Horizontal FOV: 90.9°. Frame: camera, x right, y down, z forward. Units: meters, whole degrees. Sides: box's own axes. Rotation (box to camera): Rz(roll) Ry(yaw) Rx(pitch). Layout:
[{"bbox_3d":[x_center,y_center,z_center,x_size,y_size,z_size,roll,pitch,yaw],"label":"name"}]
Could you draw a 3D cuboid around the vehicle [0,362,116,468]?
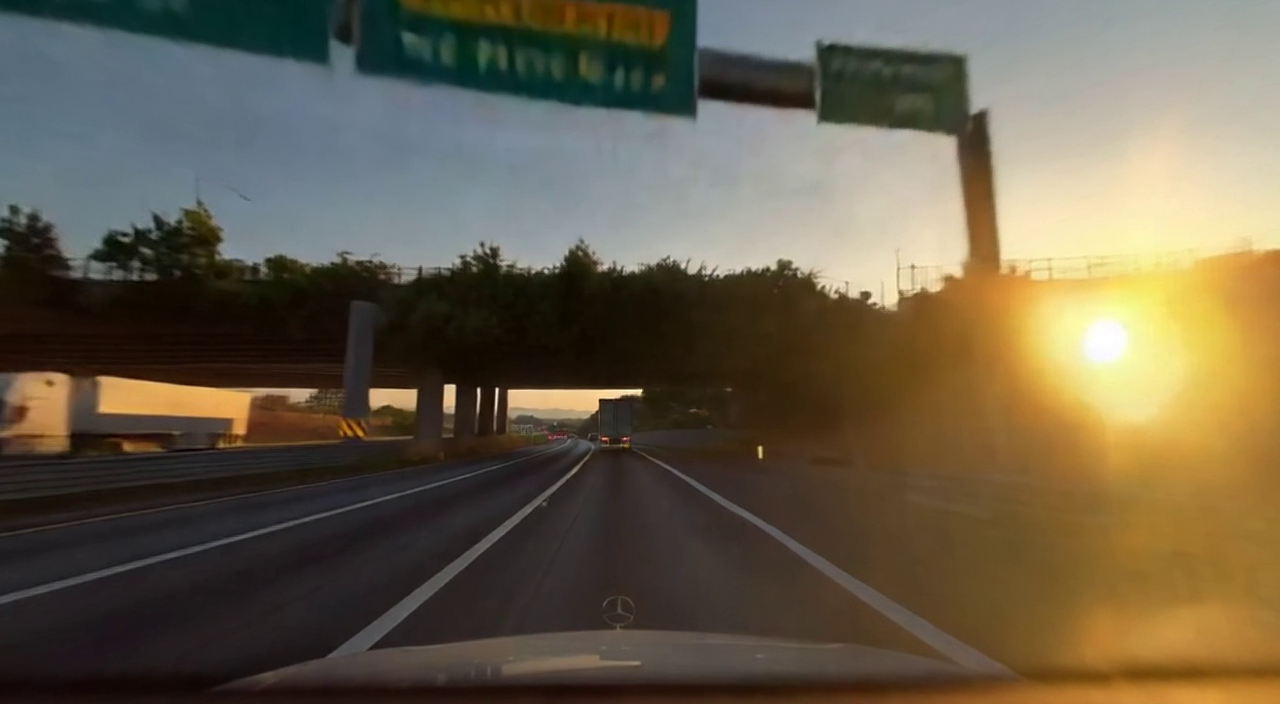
[{"bbox_3d":[-25.405,2.676,25.622,2.968,3.914,6.085,0,-9,-3],"label":"vehicle"}]
